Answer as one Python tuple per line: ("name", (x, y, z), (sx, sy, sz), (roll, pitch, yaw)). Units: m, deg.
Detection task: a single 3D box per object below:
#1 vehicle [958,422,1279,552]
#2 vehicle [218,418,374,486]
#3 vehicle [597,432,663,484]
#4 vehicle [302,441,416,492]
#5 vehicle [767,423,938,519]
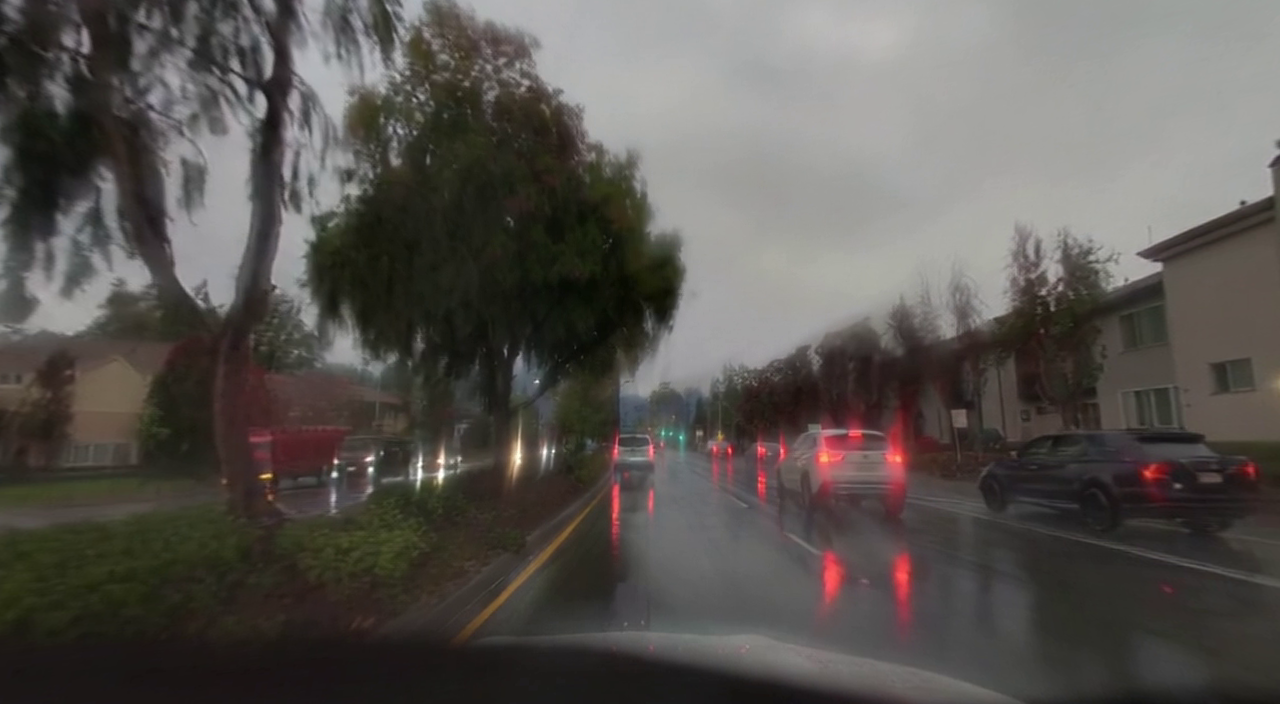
("vehicle", (7.304, 1.994, 10.027), (2.133, 1.583, 4.496), (0, -8, 0))
("vehicle", (-20.063, 5.969, 38.026), (3.233, 3.473, 10.664), (0, -8, 1))
("vehicle", (-0.377, 4.080, 24.535), (2.332, 1.798, 4.546), (0, -8, 0))
("vehicle", (-10.616, 4.325, 24.270), (2.142, 1.742, 4.523), (0, -8, 2))
("vehicle", (4.235, 2.447, 13.500), (2.100, 1.689, 4.501), (0, -8, 1))
